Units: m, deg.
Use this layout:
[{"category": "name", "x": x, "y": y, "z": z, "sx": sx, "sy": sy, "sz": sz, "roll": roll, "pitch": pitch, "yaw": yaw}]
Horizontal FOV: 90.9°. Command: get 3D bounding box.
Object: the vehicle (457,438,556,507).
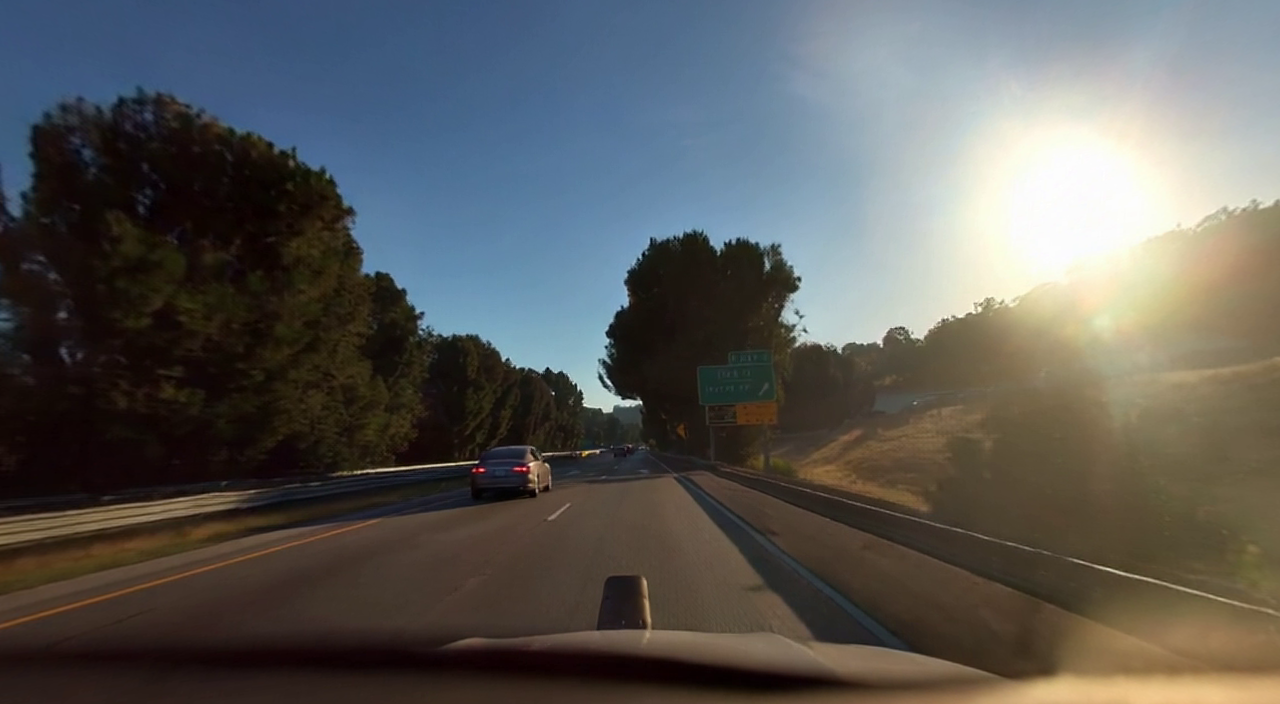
[{"category": "vehicle", "x": -3.251, "y": 2.999, "z": 16.053, "sx": 1.675, "sy": 1.537, "sz": 3.574, "roll": -1, "pitch": -9, "yaw": 1}]
